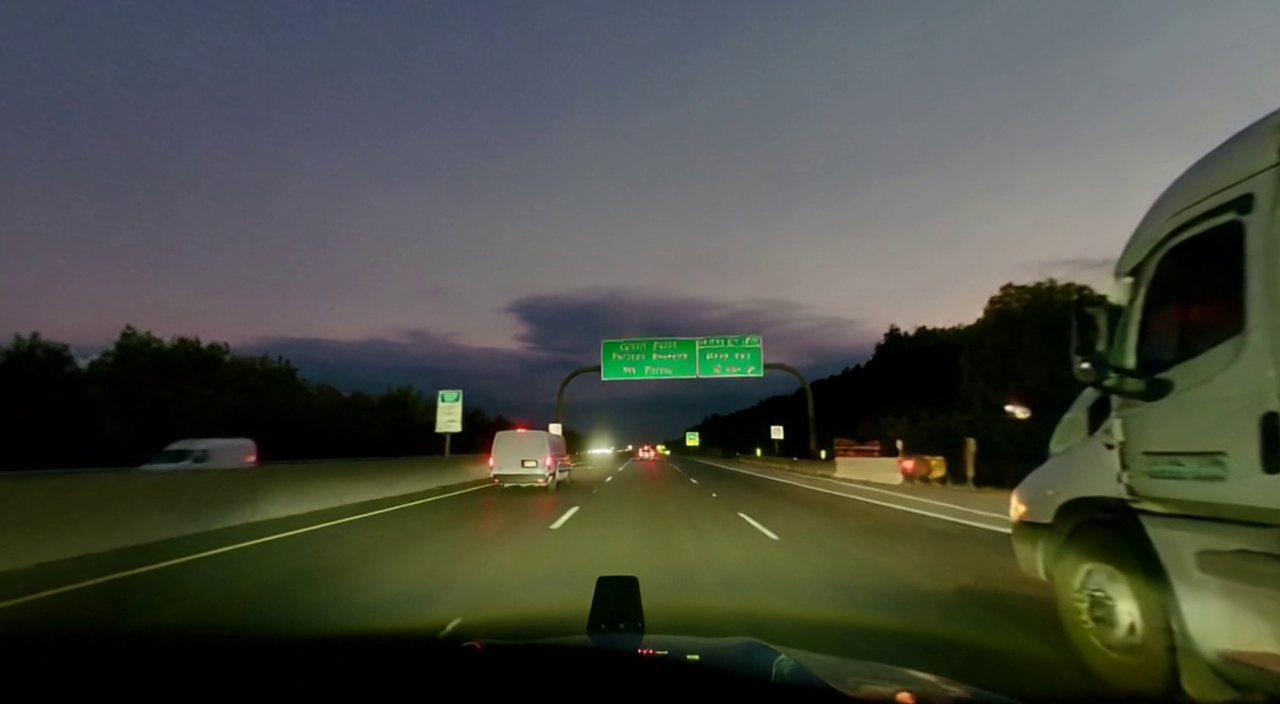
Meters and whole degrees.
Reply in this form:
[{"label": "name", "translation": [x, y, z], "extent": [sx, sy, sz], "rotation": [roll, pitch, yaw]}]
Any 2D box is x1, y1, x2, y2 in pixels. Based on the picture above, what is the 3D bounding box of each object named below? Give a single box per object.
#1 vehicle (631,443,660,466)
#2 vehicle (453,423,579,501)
[{"label": "vehicle", "translation": [0.380, 7.775, 47.944], "extent": [2.067, 1.690, 3.901], "rotation": [0, -9, 0]}, {"label": "vehicle", "translation": [-3.377, 3.196, 18.686], "extent": [2.572, 1.927, 5.803], "rotation": [0, -9, 0]}]
